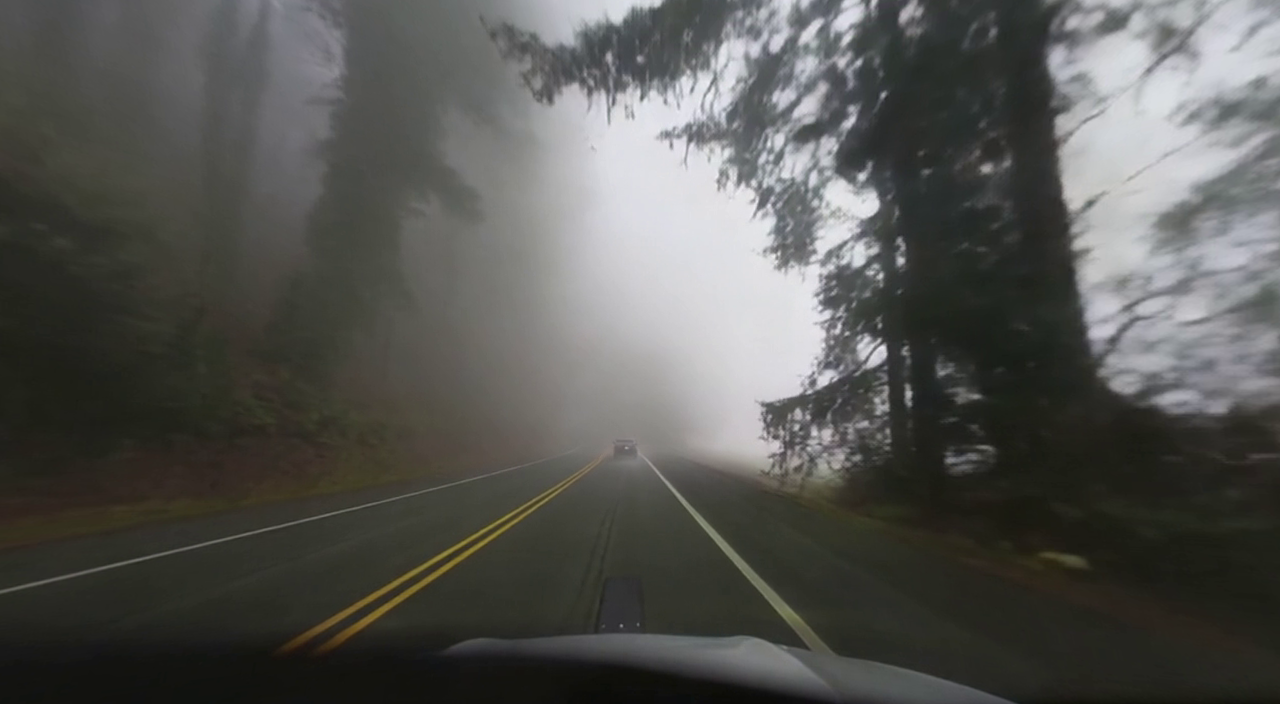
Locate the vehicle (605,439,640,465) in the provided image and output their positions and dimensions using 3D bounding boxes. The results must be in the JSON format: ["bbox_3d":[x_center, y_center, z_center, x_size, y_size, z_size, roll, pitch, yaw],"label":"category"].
[{"bbox_3d":[-1.093,6.143,38.914,2.042,1.489,3.963,0,-9,-2],"label":"vehicle"}]
